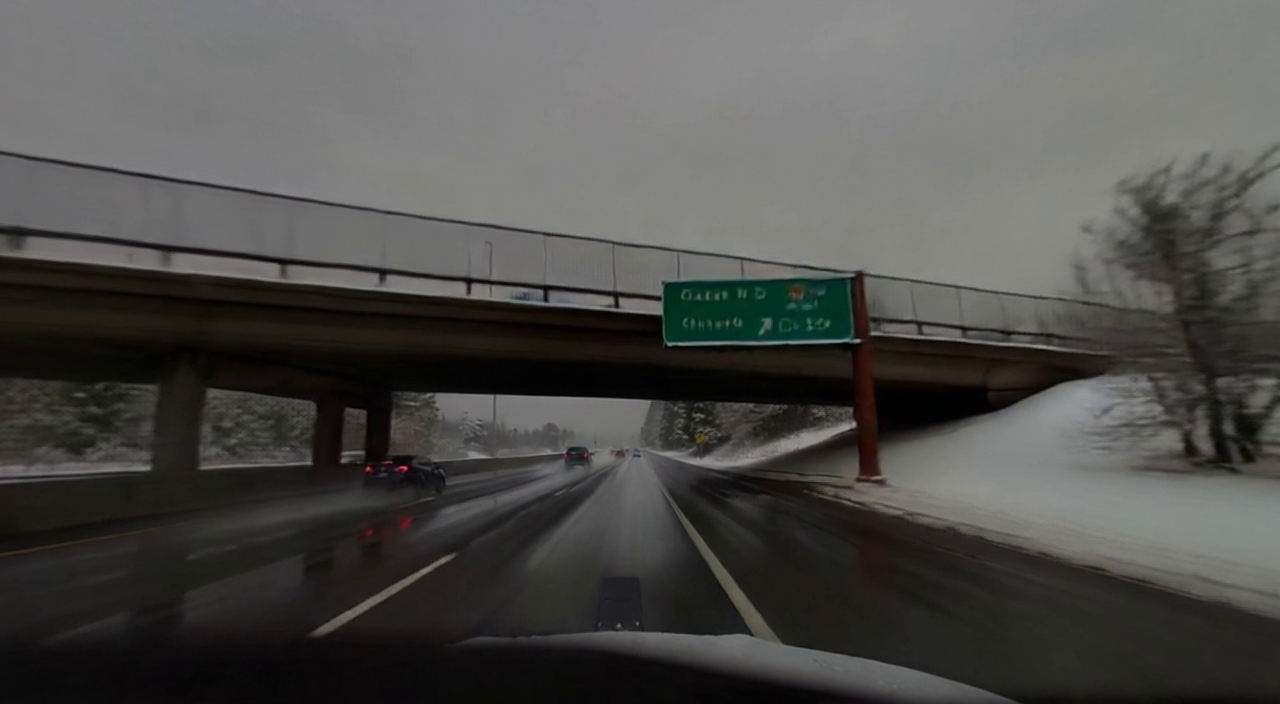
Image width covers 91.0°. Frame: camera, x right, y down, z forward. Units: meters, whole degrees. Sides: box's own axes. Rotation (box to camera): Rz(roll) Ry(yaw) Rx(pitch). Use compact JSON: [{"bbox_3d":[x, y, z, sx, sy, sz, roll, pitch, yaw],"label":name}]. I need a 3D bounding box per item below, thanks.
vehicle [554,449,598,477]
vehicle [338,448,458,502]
[{"bbox_3d":[-3.715,6.544,37.372,2.102,1.571,4.666,0,-9,1],"label":"vehicle"},{"bbox_3d":[-7.653,3.907,20.481,2.002,1.507,4.631,0,-9,1],"label":"vehicle"}]
